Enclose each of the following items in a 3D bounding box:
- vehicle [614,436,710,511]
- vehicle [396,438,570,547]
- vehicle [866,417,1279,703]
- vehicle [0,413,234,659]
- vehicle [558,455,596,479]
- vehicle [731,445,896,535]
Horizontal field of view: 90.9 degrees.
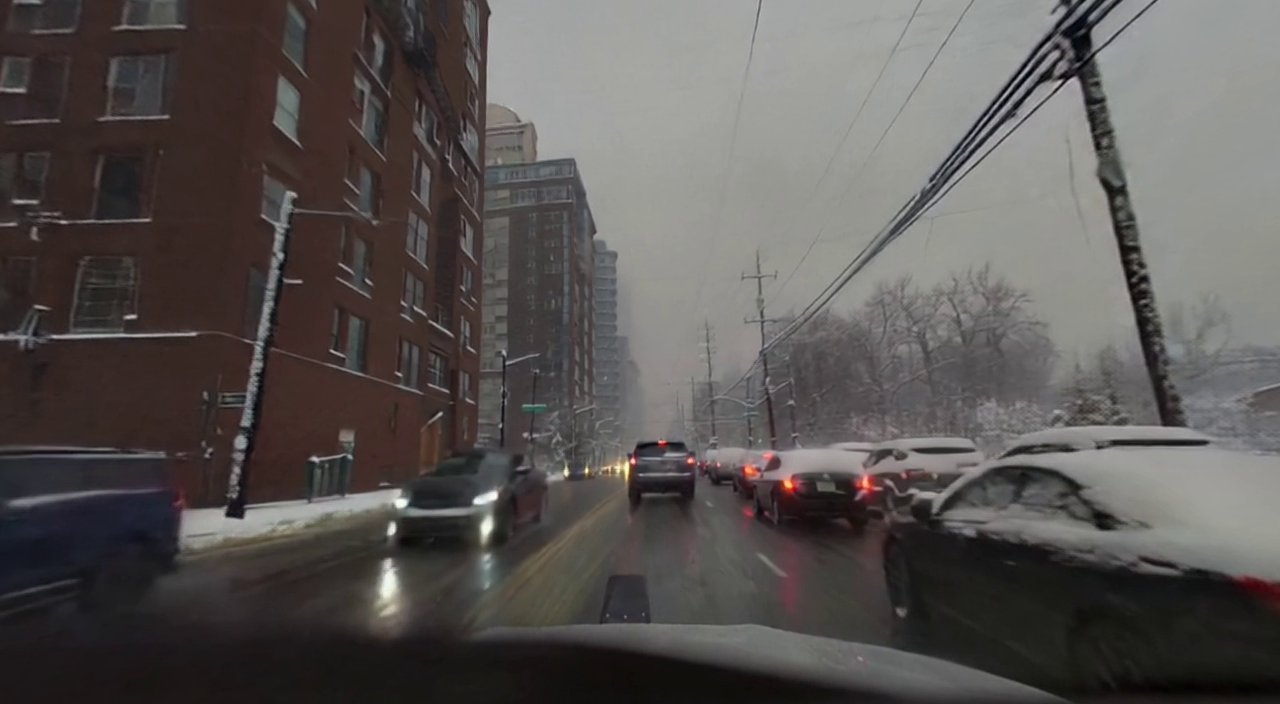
[{"bbox_3d":[0.530,3.153,16.862,2.232,1.736,4.036,0,-8,0],"label":"vehicle"},{"bbox_3d":[-2.642,2.473,11.825,2.023,1.646,4.282,-1,-8,2],"label":"vehicle"},{"bbox_3d":[2.853,1.086,2.936,2.029,1.460,4.451,-1,-8,1],"label":"vehicle"},{"bbox_3d":[-5.591,1.373,4.809,1.962,1.755,4.423,-1,-8,1],"label":"vehicle"},{"bbox_3d":[-4.247,7.823,43.088,1.966,1.470,4.528,-1,-8,2],"label":"vehicle"},{"bbox_3d":[3.322,2.727,13.275,2.116,1.487,4.988,-1,-8,1],"label":"vehicle"}]
